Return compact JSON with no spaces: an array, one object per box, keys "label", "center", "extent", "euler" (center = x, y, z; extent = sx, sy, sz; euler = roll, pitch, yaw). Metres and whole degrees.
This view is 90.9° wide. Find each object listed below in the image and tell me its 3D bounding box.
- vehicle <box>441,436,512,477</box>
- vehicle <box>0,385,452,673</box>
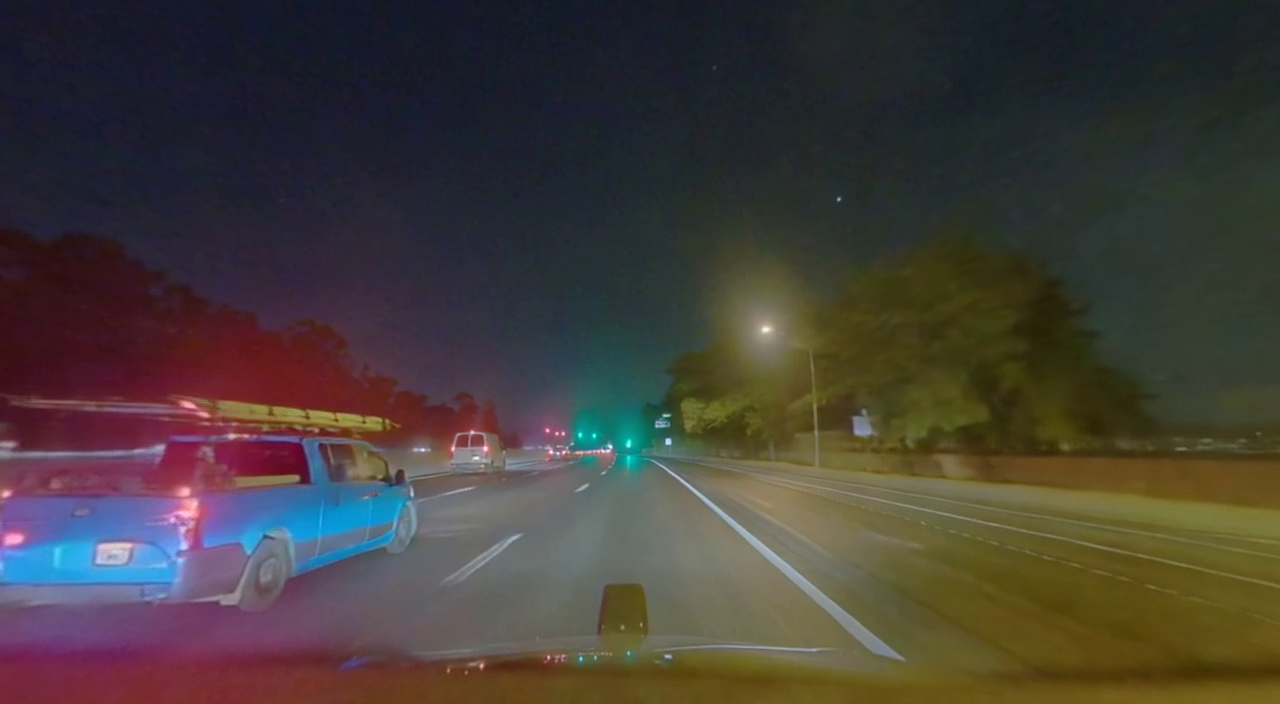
[{"label":"vehicle","center":[-7.561,4.888,29.704],"extent":[2.093,1.752,4.771],"euler":[0,-9,0]},{"label":"vehicle","center":[-3.624,1.401,6.194],"extent":[2.040,1.679,4.865],"euler":[0,-9,0]}]
